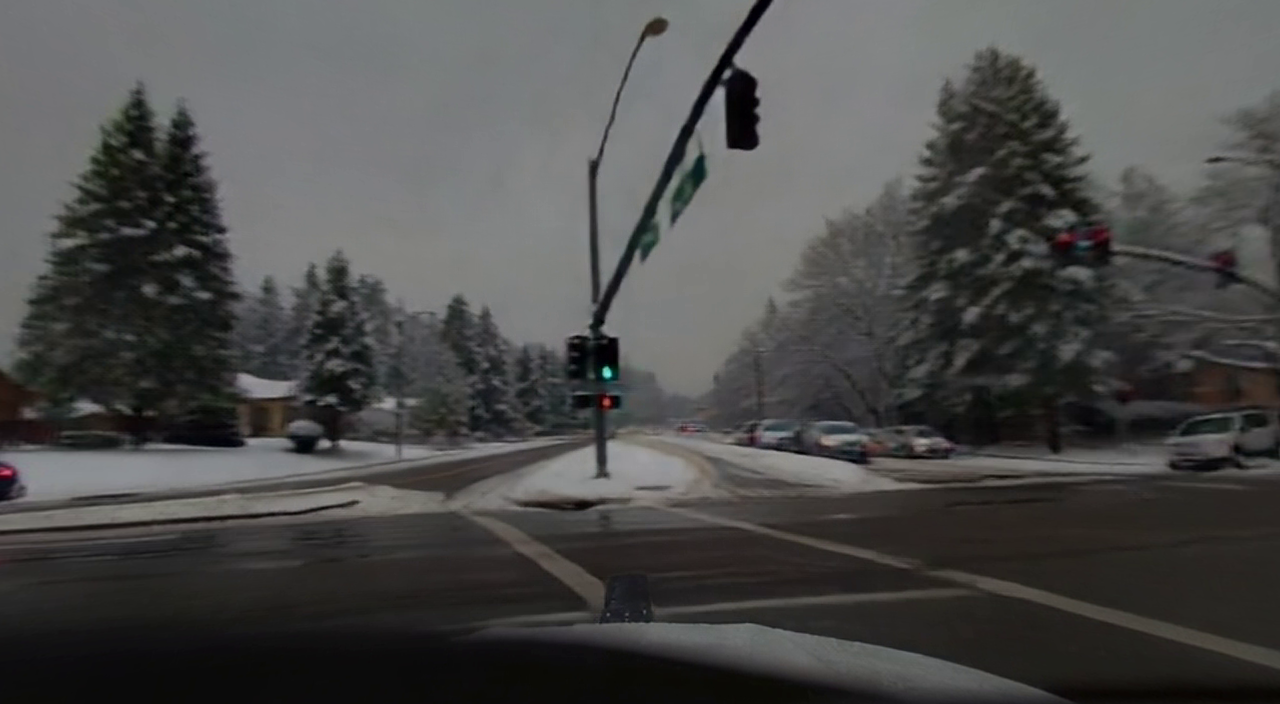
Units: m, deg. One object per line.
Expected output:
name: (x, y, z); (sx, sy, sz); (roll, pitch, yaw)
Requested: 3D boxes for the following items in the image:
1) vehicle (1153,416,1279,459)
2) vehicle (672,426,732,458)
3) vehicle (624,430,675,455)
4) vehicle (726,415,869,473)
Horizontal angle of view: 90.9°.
vehicle: (30.352, 4.351, 32.032); (5.840, 2.087, 2.737); (-2, -9, 13)
vehicle: (3.814, 5.656, 39.659); (1.963, 1.850, 4.651); (3, -9, -19)
vehicle: (0.616, 6.655, 46.490); (2.159, 1.734, 4.462); (3, -9, -23)
vehicle: (5.667, 3.461, 23.769); (2.226, 1.897, 5.874); (3, -9, -21)
